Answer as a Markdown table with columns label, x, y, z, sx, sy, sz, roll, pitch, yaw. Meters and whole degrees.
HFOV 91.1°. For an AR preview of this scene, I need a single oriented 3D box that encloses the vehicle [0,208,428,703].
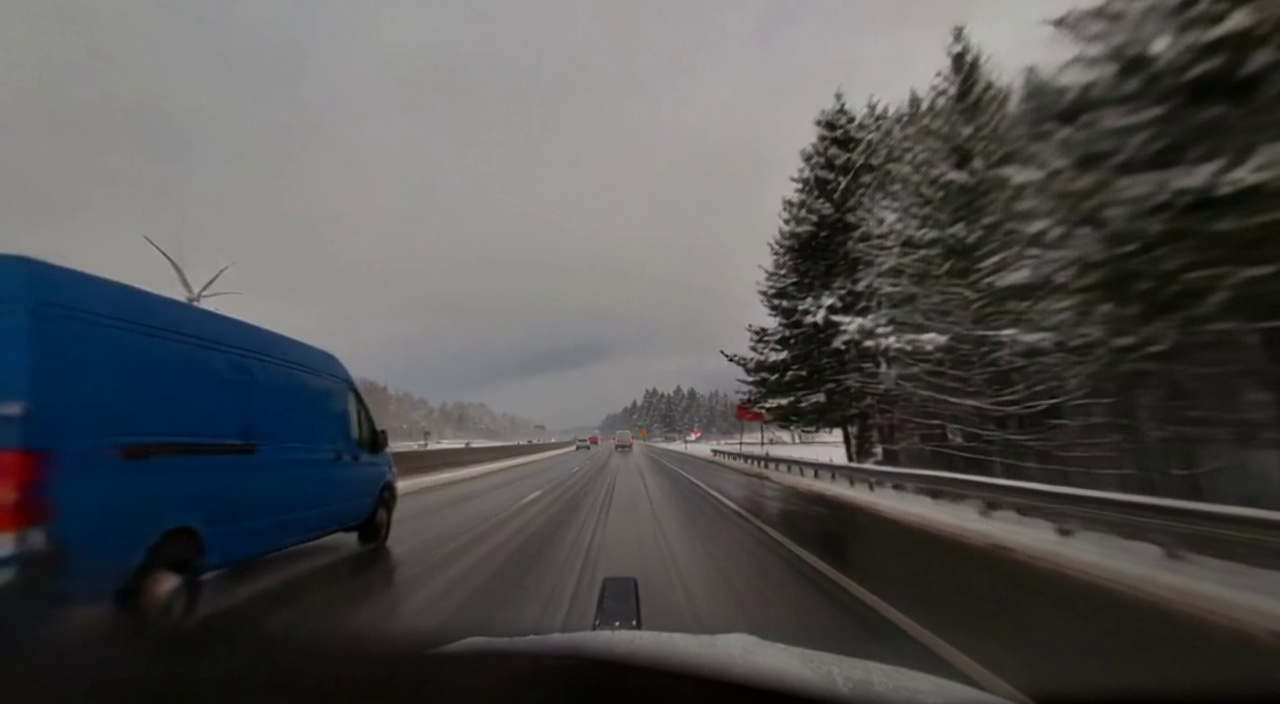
| label | x | y | z | sx | sy | sz | roll | pitch | yaw |
| --- | --- | --- | --- | --- | --- | --- | --- | --- | --- |
| vehicle | -3.802 | 0.838 | 5.206 | 2.303 | 2.323 | 5.089 | 0 | -8 | 0 |
